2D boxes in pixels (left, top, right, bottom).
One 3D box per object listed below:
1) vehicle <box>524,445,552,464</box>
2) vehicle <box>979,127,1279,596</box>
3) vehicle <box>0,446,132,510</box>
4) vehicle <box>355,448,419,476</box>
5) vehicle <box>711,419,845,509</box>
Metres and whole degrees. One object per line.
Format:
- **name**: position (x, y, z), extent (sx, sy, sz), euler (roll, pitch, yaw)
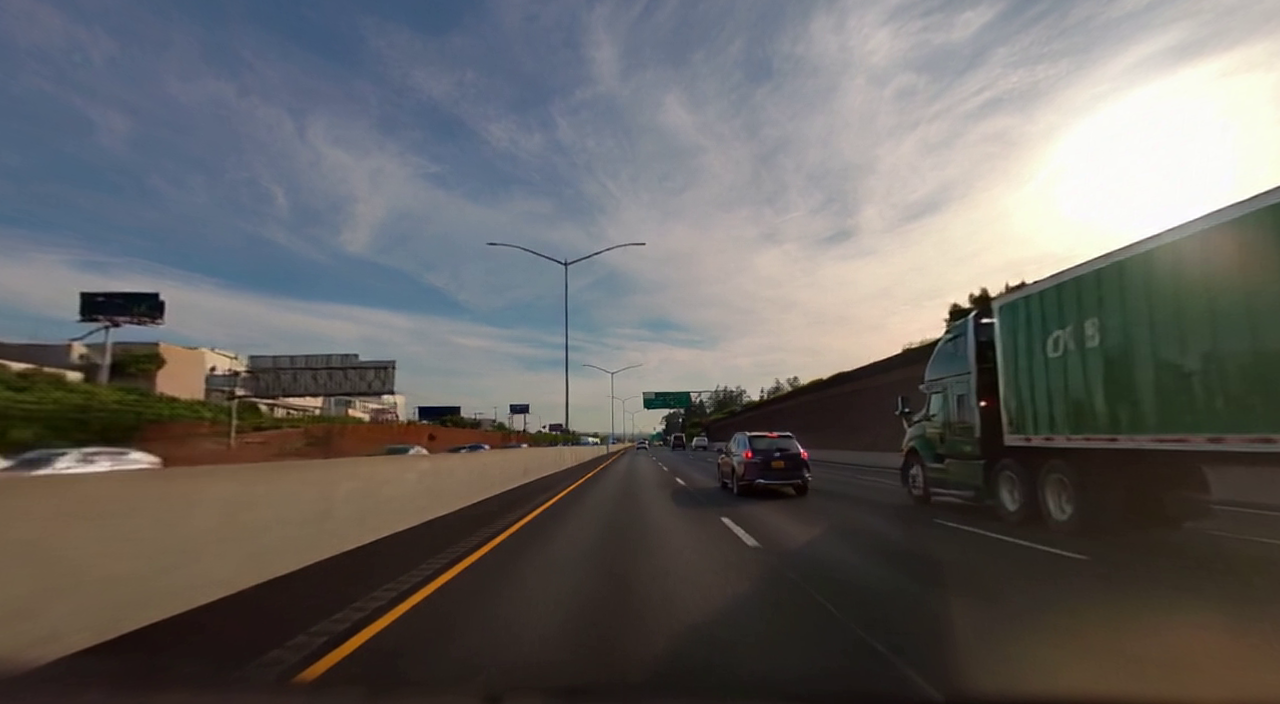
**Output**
- **vehicle**: position (-7.758, 7.781, 48.279), extent (1.554, 1.386, 3.320), euler (0, -8, -1)
- **vehicle**: position (7.075, -0.325, 2.816), extent (2.864, 4.060, 14.637), euler (0, -8, -1)
- **vehicle**: position (-18.233, 3.696, 19.011), extent (1.967, 1.682, 4.682), euler (0, -8, 0)
- **vehicle**: position (-14.592, 6.339, 36.732), extent (1.883, 1.466, 4.636), euler (0, -8, 0)
- **vehicle**: position (2.906, 2.490, 14.444), extent (1.973, 1.710, 4.476), euler (0, -8, -1)
